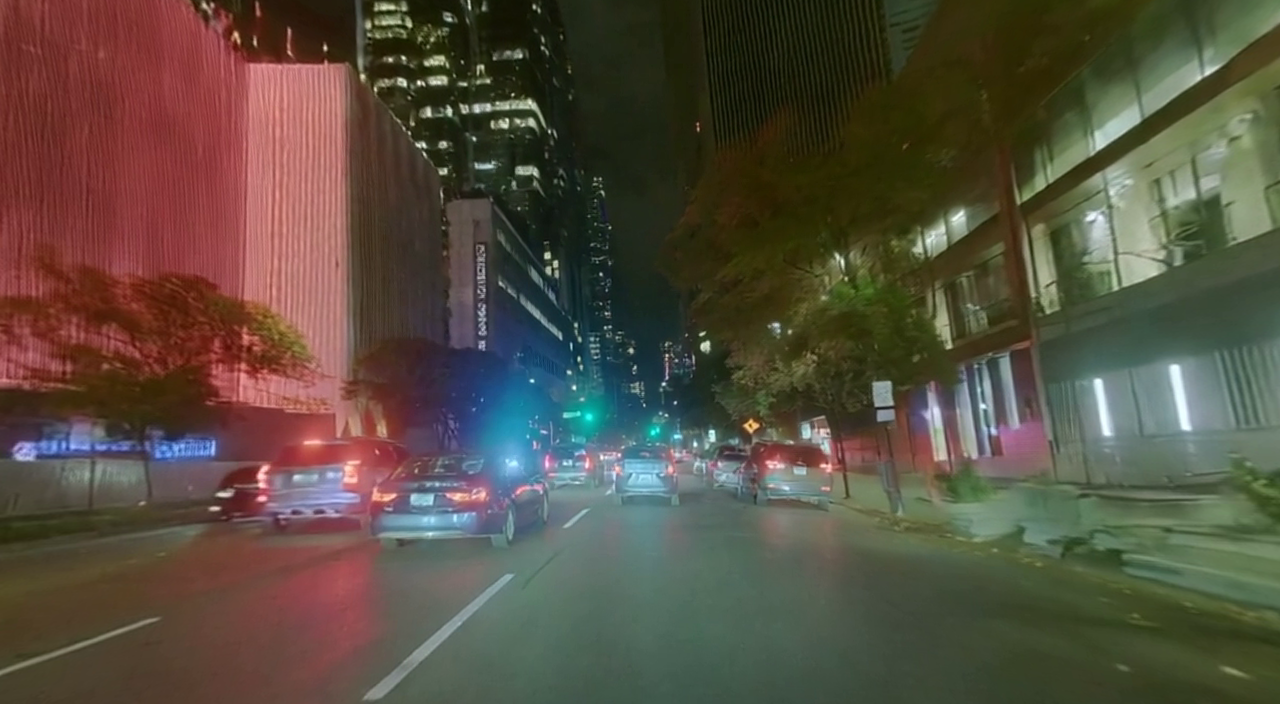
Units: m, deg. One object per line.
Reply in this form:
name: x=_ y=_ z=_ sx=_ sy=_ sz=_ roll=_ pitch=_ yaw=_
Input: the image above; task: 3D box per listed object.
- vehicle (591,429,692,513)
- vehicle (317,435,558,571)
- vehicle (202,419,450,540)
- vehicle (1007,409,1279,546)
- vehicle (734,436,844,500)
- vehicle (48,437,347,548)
vehicle: x=0.102 y=2.775 z=15.210 sx=2.076 sy=1.667 sz=3.948 roll=1 pitch=-8 yaw=2
vehicle: x=-2.528 y=1.987 z=9.209 sx=1.940 sy=1.481 sz=4.376 roll=0 pitch=-8 yaw=2
vehicle: x=-5.650 y=2.344 z=12.335 sx=2.223 sy=1.874 sz=4.749 roll=0 pitch=-8 yaw=2
vehicle: x=7.722 y=1.575 z=8.240 sx=4.586 sy=1.542 sz=1.972 roll=0 pitch=-8 yaw=1
vehicle: x=3.886 y=3.068 z=17.290 sx=2.065 sy=1.461 sz=4.181 roll=1 pitch=-8 yaw=1
vehicle: x=-8.679 y=2.757 z=13.318 sx=2.401 sy=1.765 sz=5.307 roll=2 pitch=-8 yaw=0
